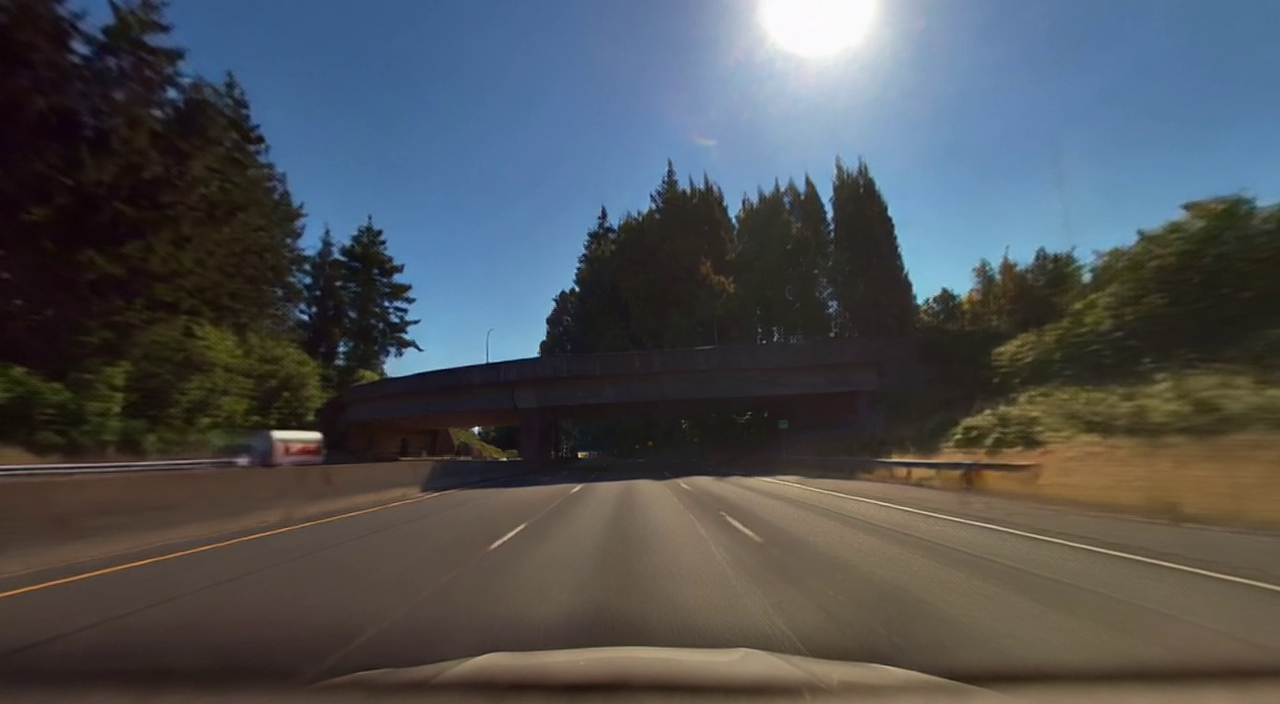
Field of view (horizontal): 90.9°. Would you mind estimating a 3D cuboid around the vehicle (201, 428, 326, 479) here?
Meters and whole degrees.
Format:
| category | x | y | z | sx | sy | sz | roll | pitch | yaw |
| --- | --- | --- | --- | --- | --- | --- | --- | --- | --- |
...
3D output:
| category | x | y | z | sx | sy | sz | roll | pitch | yaw |
| --- | --- | --- | --- | --- | --- | --- | --- | --- | --- |
| vehicle | -17.900 | 4.885 | 30.440 | 2.371 | 2.175 | 5.880 | 0 | -9 | 0 |
